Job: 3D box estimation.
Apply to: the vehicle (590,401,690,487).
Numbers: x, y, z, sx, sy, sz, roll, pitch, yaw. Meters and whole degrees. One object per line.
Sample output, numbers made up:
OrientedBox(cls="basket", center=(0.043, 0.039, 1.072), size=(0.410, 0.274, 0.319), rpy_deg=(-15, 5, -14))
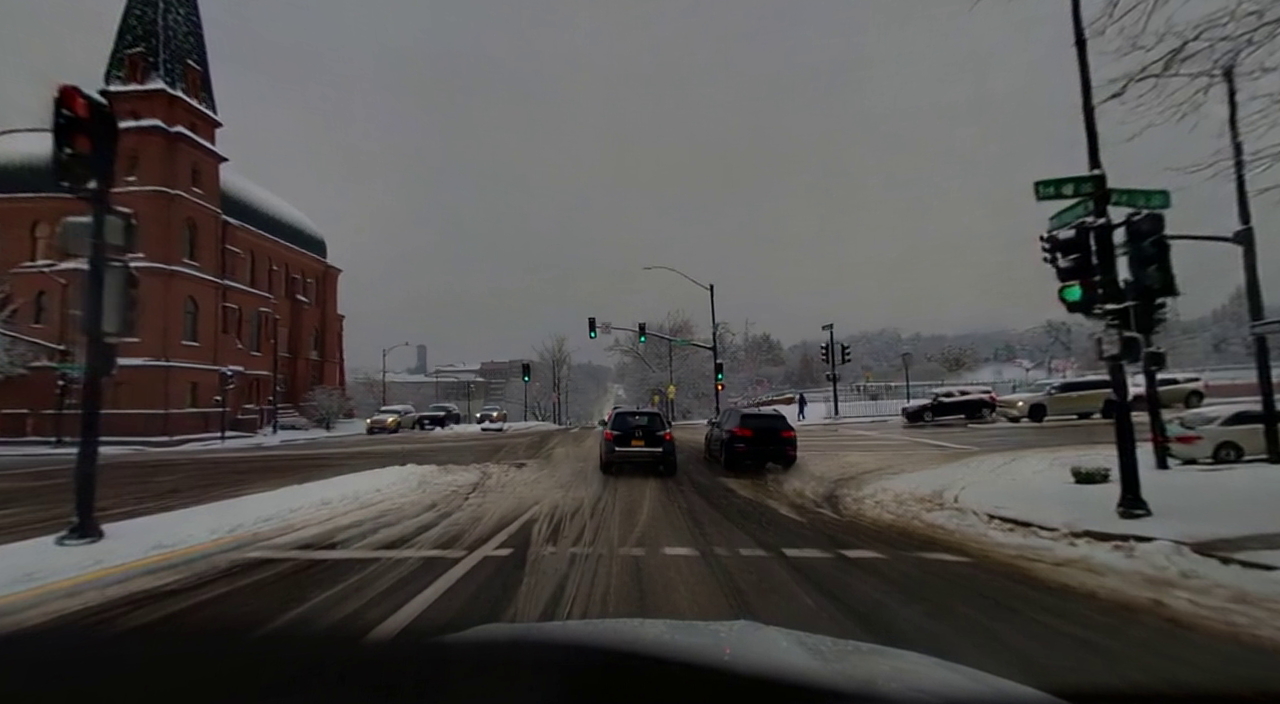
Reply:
OrientedBox(cls="vehicle", center=(-0.109, 2.159, 15.830), size=(2.168, 1.776, 4.135), rpy_deg=(0, -4, -3))

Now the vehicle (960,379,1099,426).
OrientedBox(cls="vehicle", center=(16.487, 2.142, 26.907), size=(4.512, 1.734, 2.143), rpy_deg=(-2, -4, -3))

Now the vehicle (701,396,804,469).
OrientedBox(cls="vehicle", center=(3.240, 2.310, 19.223), size=(2.080, 1.735, 4.650), rpy_deg=(1, -2, -2))

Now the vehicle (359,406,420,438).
OrientedBox(cls="vehicle", center=(-16.462, 4.728, 41.808), size=(1.969, 1.896, 5.404), rpy_deg=(1, -8, -2))

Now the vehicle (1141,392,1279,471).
OrientedBox(cls="vehicle", center=(16.445, 2.071, 17.006), size=(4.379, 1.486, 1.941), rpy_deg=(-5, 2, -3))

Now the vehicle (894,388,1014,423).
OrientedBox(cls="vehicle", center=(14.682, 2.536, 29.695), size=(4.488, 1.475, 2.083), rpy_deg=(-1, -6, -3))

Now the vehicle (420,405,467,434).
OrientedBox(cls="vehicle", center=(-13.482, 4.697, 43.600), size=(2.069, 1.790, 4.358), rpy_deg=(1, -8, -3))
